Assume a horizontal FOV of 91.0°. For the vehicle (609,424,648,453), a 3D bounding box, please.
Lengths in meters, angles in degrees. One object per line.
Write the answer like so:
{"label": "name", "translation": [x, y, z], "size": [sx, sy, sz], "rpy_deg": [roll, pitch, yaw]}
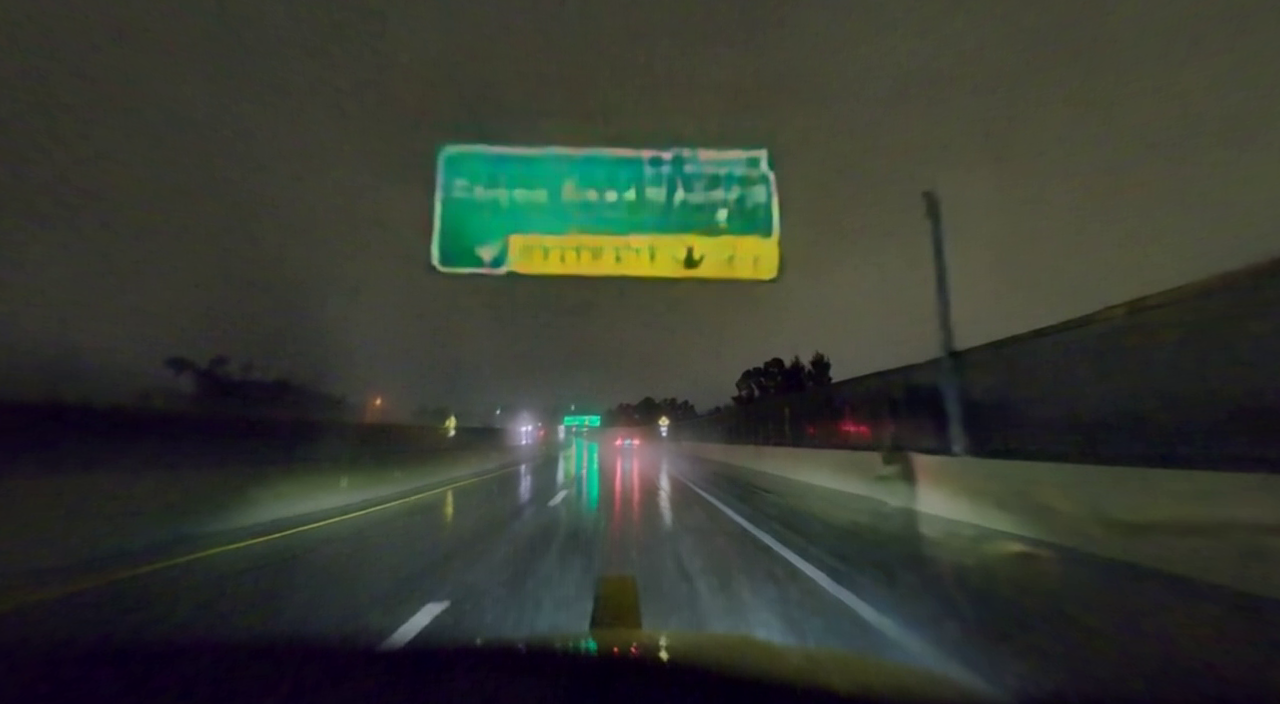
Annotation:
{"label": "vehicle", "translation": [-0.789, 5.311, 38.777], "size": [2.157, 1.647, 4.524], "rpy_deg": [0, -8, -4]}
